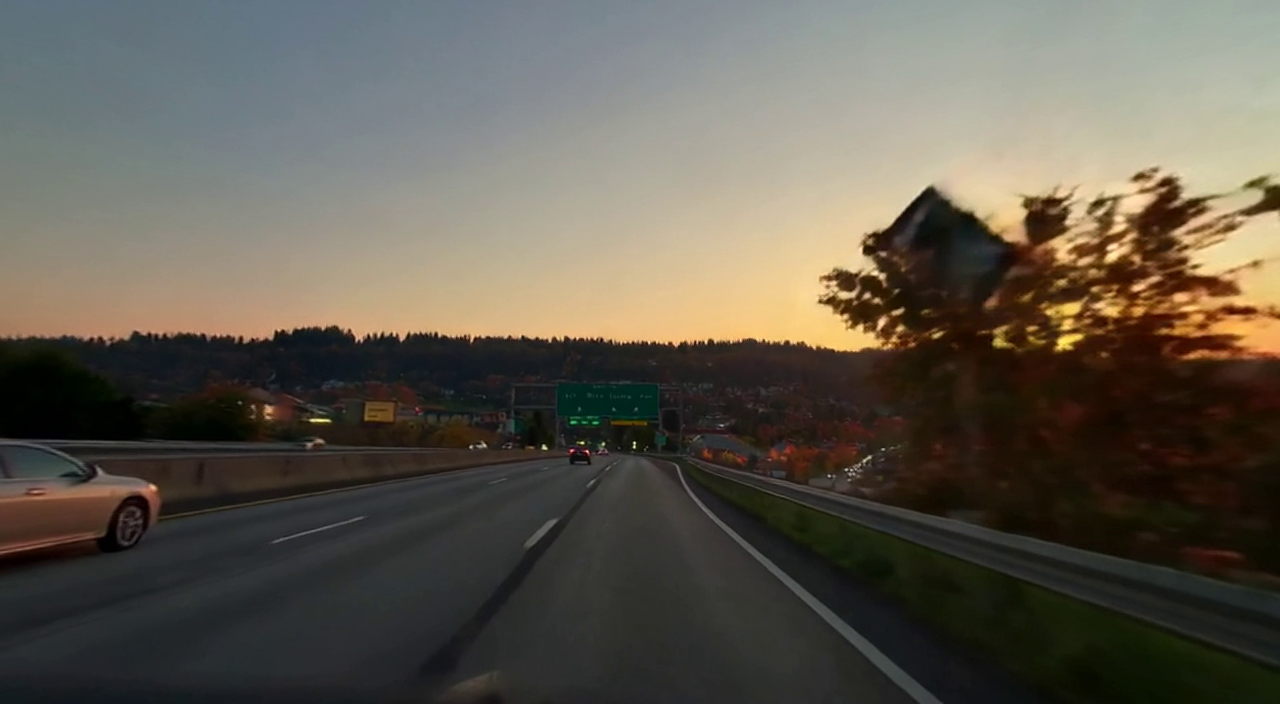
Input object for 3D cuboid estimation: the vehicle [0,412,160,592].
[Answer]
[{"bbox_3d":[-6.696,1.270,5.132,2.034,1.578,4.488,0,-9,-1],"label":"vehicle"}]
